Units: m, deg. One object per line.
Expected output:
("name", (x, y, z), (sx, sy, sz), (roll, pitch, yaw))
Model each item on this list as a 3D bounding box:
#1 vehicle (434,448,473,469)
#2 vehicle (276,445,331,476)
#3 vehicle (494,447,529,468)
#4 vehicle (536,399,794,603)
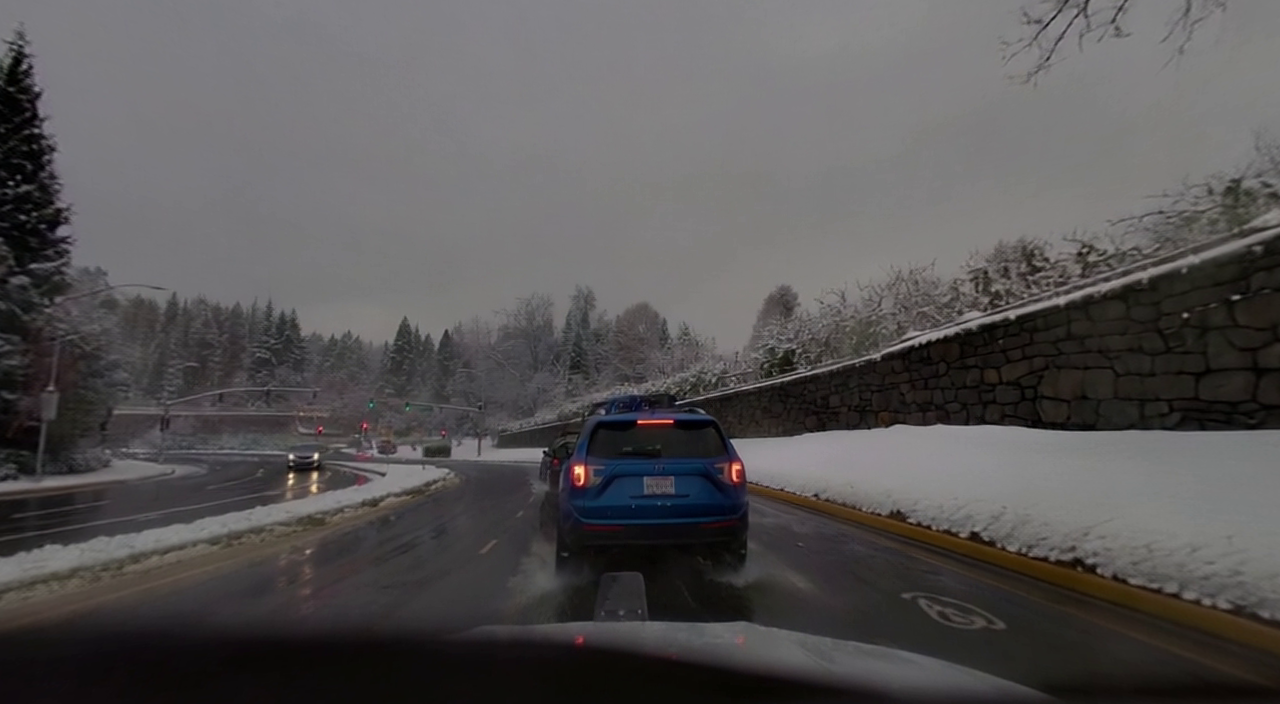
("vehicle", (-13.933, 7.919, 47.098), (2.023, 1.474, 4.286), (4, -9, -26))
("vehicle", (-19.859, 6.371, 37.441), (2.317, 1.695, 4.538), (3, -9, -22))
("vehicle", (-10.115, 8.194, 49.367), (1.837, 1.483, 4.559), (3, -9, -22))
("vehicle", (0.045, 1.621, 7.796), (2.287, 1.762, 4.269), (1, -8, -5))
